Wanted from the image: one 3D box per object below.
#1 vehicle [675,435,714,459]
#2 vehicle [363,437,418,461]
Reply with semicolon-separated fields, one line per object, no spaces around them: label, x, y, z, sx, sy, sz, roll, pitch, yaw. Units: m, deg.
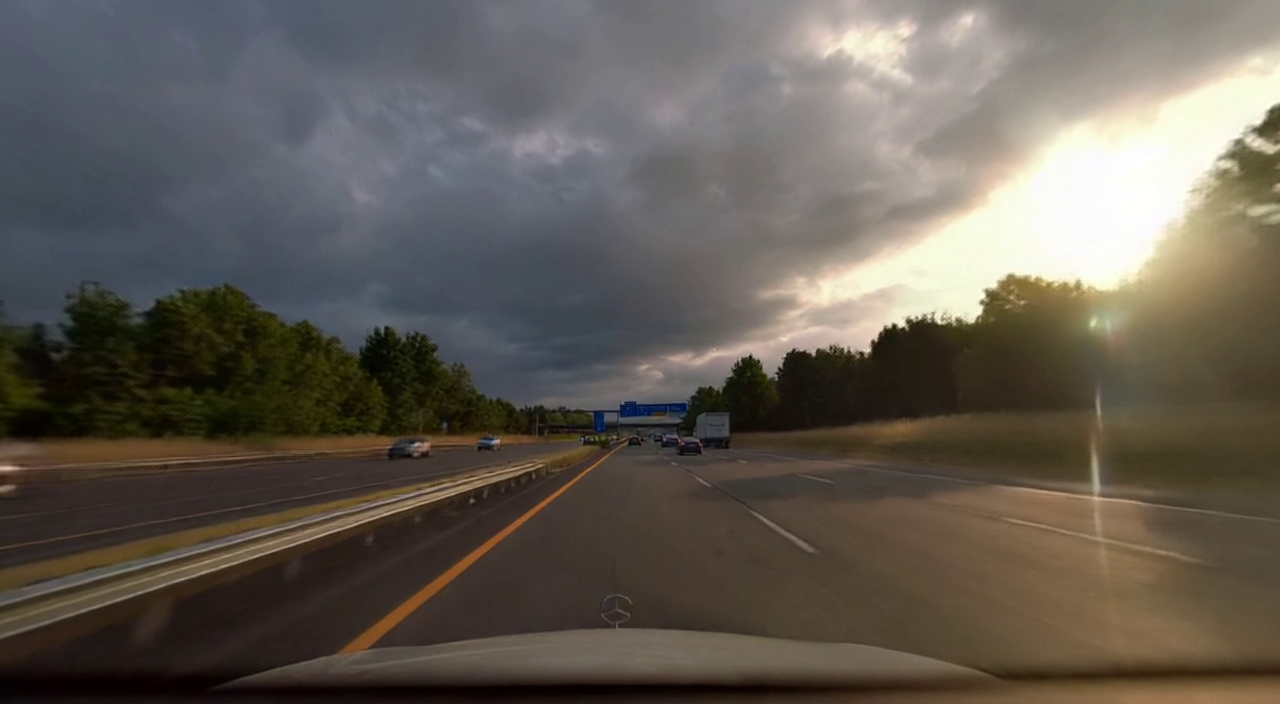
vehicle;3.555;6.295;41.972;1.986;1.501;4.529;0;-8;-2
vehicle;-17.024;6.597;43.205;1.972;1.537;4.368;0;-8;0
